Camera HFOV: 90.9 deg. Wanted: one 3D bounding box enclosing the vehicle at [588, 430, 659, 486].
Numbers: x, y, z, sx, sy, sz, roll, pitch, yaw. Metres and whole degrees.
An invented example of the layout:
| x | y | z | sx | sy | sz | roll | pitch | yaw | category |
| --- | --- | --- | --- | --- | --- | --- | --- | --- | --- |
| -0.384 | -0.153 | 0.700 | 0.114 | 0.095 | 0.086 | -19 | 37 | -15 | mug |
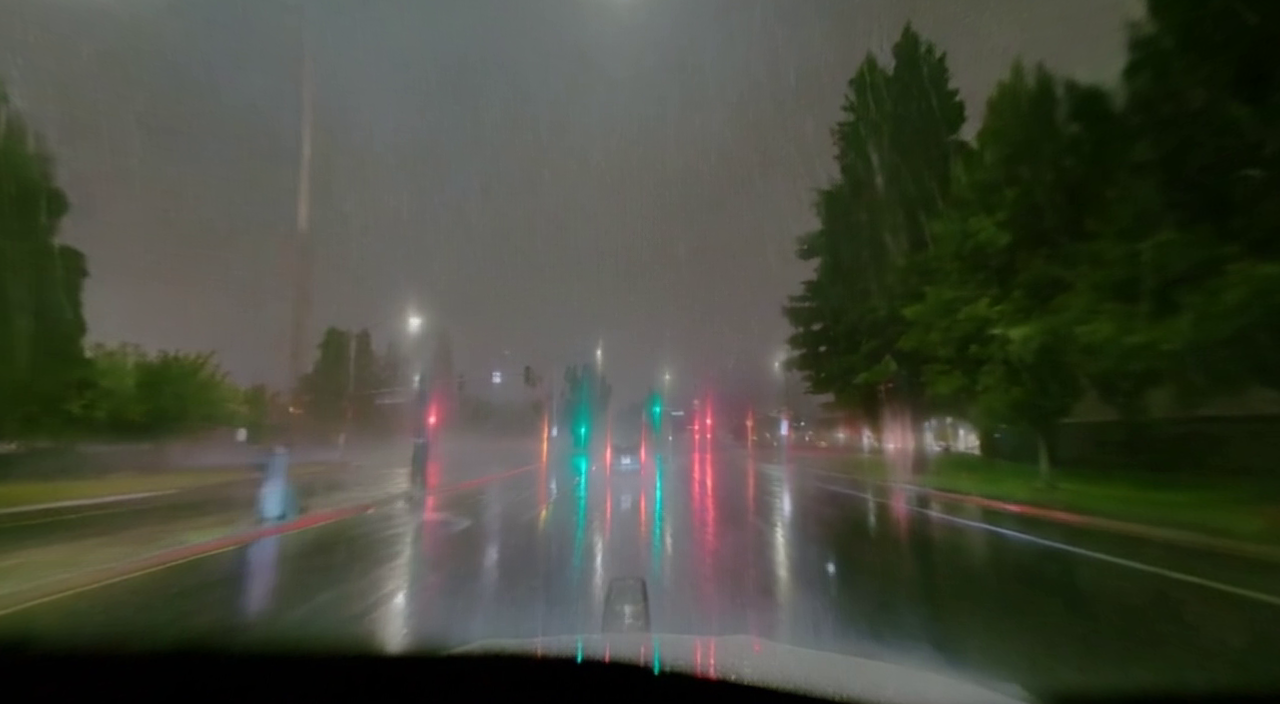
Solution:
| x | y | z | sx | sy | sz | roll | pitch | yaw | category |
| --- | --- | --- | --- | --- | --- | --- | --- | --- | --- |
| -0.548 | 3.600 | 21.656 | 2.192 | 1.734 | 4.176 | 0 | -8 | -1 | vehicle |
